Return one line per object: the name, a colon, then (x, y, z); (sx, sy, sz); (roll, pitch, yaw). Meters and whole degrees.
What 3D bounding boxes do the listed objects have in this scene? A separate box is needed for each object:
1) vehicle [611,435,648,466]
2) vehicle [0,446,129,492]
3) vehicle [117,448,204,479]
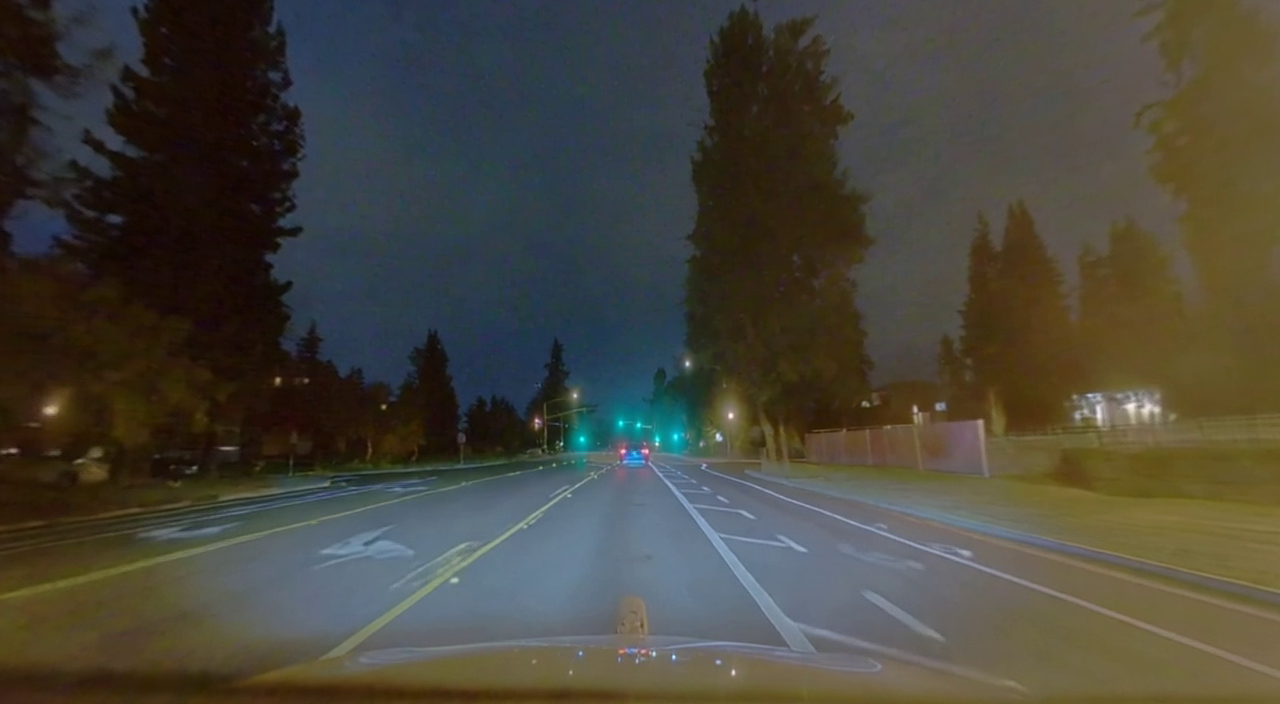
vehicle: (-0.645, 6.166, 39.645); (2.230, 1.827, 4.298); (0, -8, 0)
vehicle: (-22.090, 4.328, 23.619); (4.241, 1.601, 1.970); (0, -8, 1)
vehicle: (-24.792, 5.756, 32.841); (1.830, 1.467, 4.270); (2, -8, -11)
